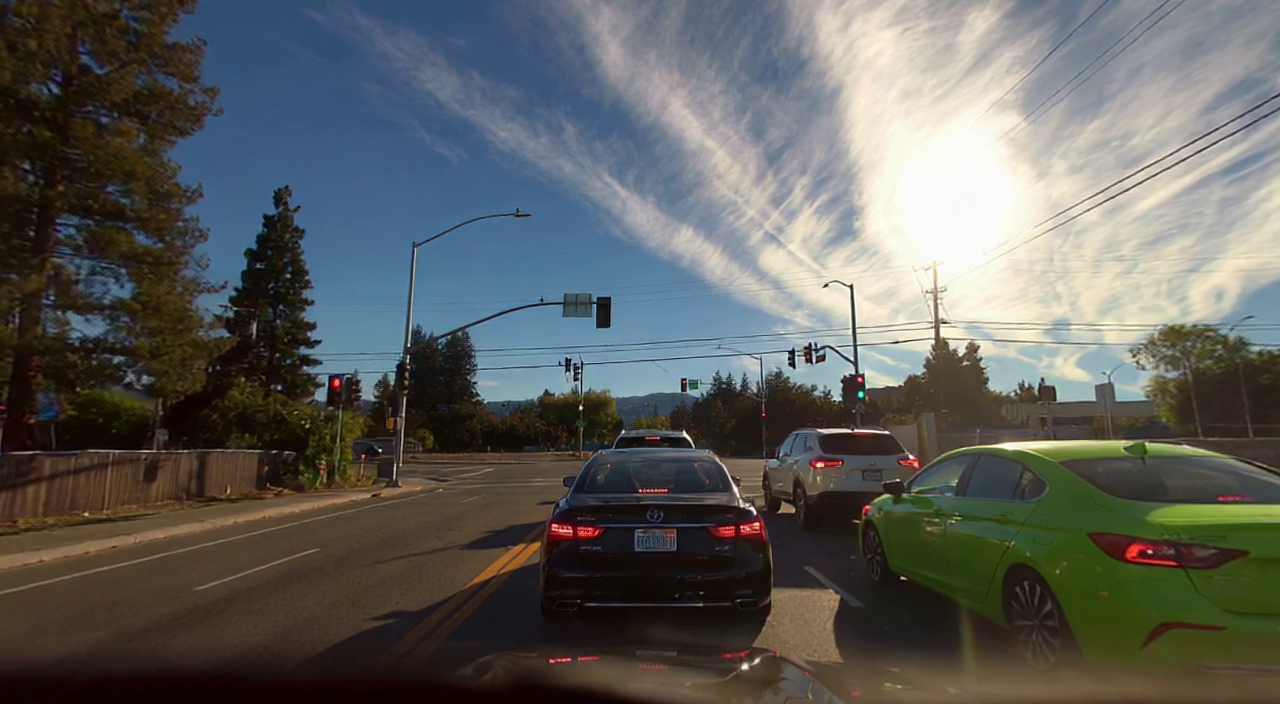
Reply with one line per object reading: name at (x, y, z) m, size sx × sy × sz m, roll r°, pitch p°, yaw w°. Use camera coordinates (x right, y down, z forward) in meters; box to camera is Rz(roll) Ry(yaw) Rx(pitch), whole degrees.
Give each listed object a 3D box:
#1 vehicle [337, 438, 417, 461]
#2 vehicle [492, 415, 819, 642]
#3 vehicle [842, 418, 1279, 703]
vehicle at (-17.242, 6.411, 41.462) m, size 4.406 × 1.458 × 1.892 m, roll -1°, pitch -8°, yaw 7°
vehicle at (0.072, 1.496, 6.441) m, size 2.170 × 1.497 × 4.369 m, roll 0°, pitch -8°, yaw -1°
vehicle at (3.084, 1.244, 4.142) m, size 2.027 × 1.432 × 4.431 m, roll 0°, pitch -8°, yaw 0°
